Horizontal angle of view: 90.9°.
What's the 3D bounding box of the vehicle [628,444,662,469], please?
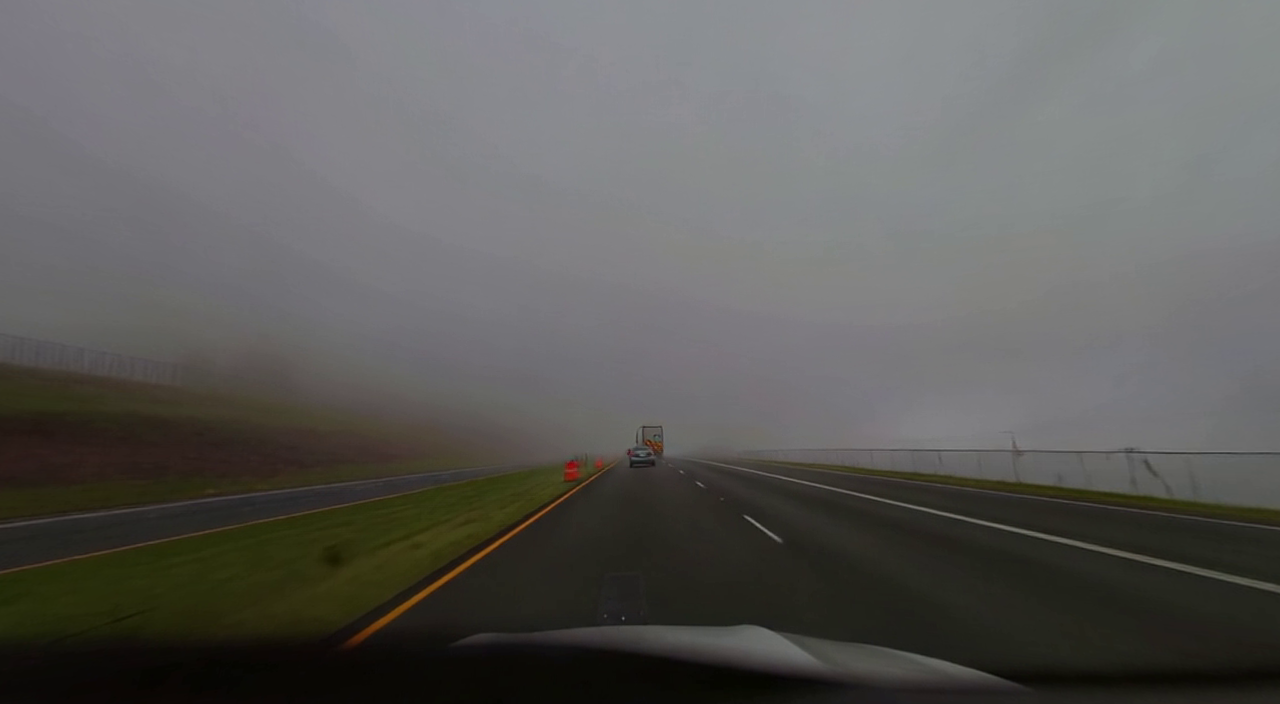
[{"bbox_3d":[0.282,6.810,41.217,2.065,1.573,3.734,0,-9,-1],"label":"vehicle"}]
